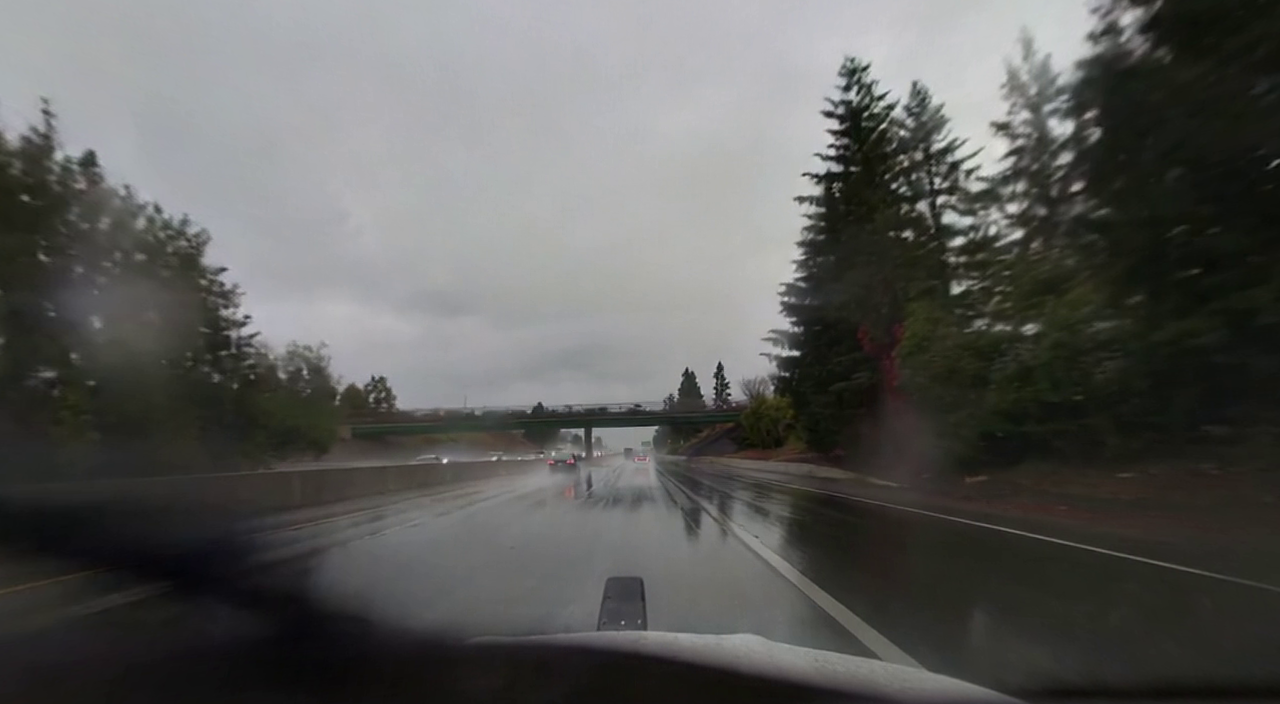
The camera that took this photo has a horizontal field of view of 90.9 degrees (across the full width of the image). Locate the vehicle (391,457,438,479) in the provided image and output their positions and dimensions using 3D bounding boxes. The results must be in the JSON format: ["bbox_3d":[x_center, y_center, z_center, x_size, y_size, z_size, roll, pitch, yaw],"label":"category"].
[{"bbox_3d":[-15.867,8.151,44.567,1.912,1.430,3.830,-1,-9,0],"label":"vehicle"}]

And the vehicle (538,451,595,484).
[{"bbox_3d":[-3.578,5.726,31.550,2.293,1.462,4.452,-1,-9,0],"label":"vehicle"}]
